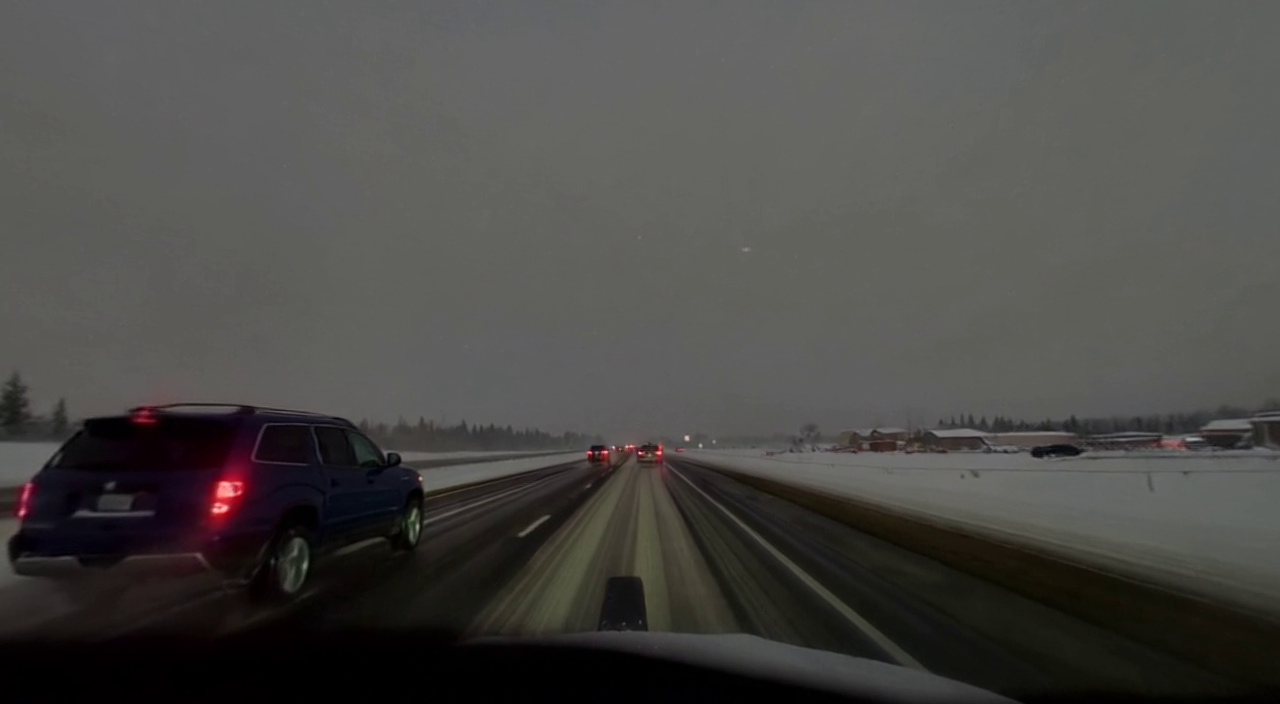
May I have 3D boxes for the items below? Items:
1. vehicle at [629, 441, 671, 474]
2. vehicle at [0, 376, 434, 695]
[{"bbox_3d":[0.463,5.346,32.118,2.000,1.558,3.945,0,-8,0],"label":"vehicle"},{"bbox_3d":[-3.872,1.354,5.890,2.239,1.761,4.620,0,-8,1],"label":"vehicle"}]
